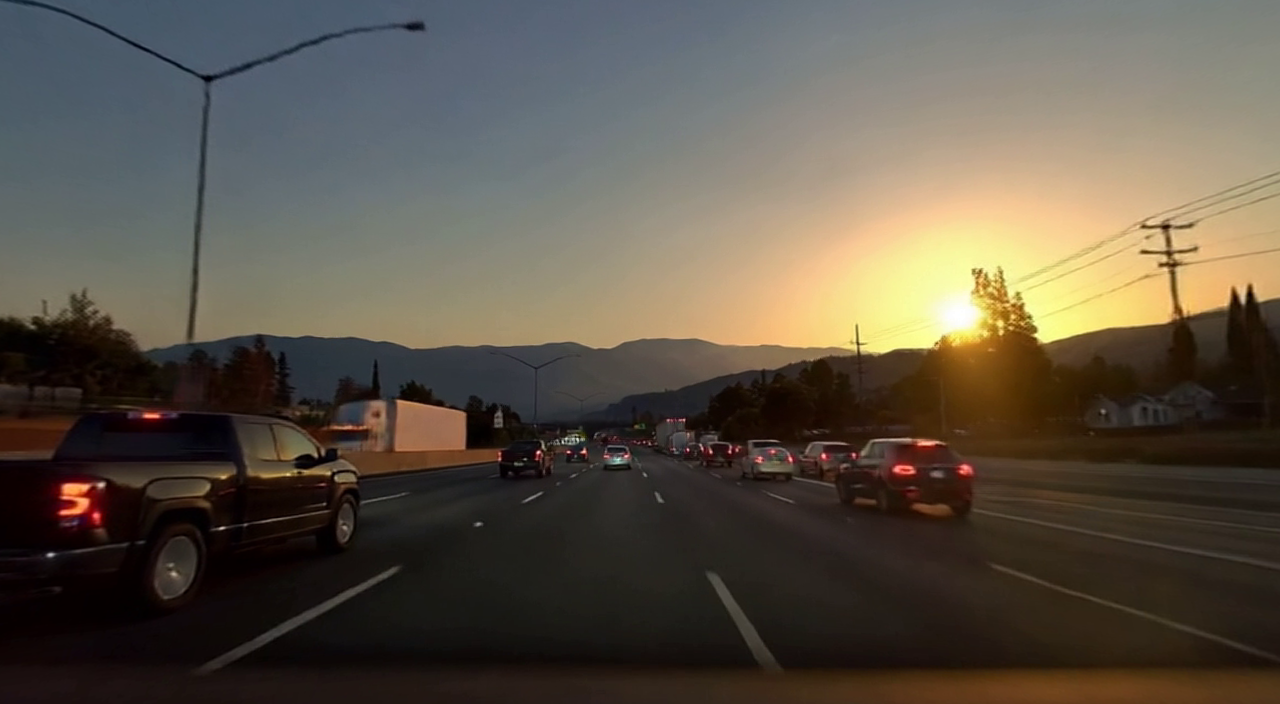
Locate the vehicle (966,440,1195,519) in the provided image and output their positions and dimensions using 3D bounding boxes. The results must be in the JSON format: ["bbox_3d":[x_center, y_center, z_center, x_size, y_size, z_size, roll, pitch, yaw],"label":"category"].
[{"bbox_3d":[9.891,2.863,14.748,1.969,1.521,4.580,1,-9,-1],"label":"vehicle"}]

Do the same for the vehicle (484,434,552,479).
[{"bbox_3d":[-5.372,4.678,28.389,2.147,1.825,4.602,0,-9,0],"label":"vehicle"}]

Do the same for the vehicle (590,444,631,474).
[{"bbox_3d":[-1.531,5.760,34.073,2.060,1.508,4.308,1,-9,-1],"label":"vehicle"}]

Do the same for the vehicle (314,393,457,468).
[{"bbox_3d":[-14.291,4.799,37.339,3.082,3.601,13.571,1,-9,-1],"label":"vehicle"}]

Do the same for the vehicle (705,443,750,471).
[{"bbox_3d":[5.246,6.334,38.162,1.978,1.607,4.245,1,-9,-2],"label":"vehicle"}]

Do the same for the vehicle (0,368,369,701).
[{"bbox_3d":[-4.367,1.247,5.428,2.127,1.705,4.374,1,-9,-1],"label":"vehicle"}]

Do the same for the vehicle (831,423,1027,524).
[{"bbox_3d":[5.587,2.392,12.884,1.977,1.705,4.078,1,-9,-1],"label":"vehicle"}]

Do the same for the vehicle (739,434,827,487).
[{"bbox_3d":[5.330,4.116,24.213,2.086,1.783,4.868,1,-9,-2],"label":"vehicle"}]
